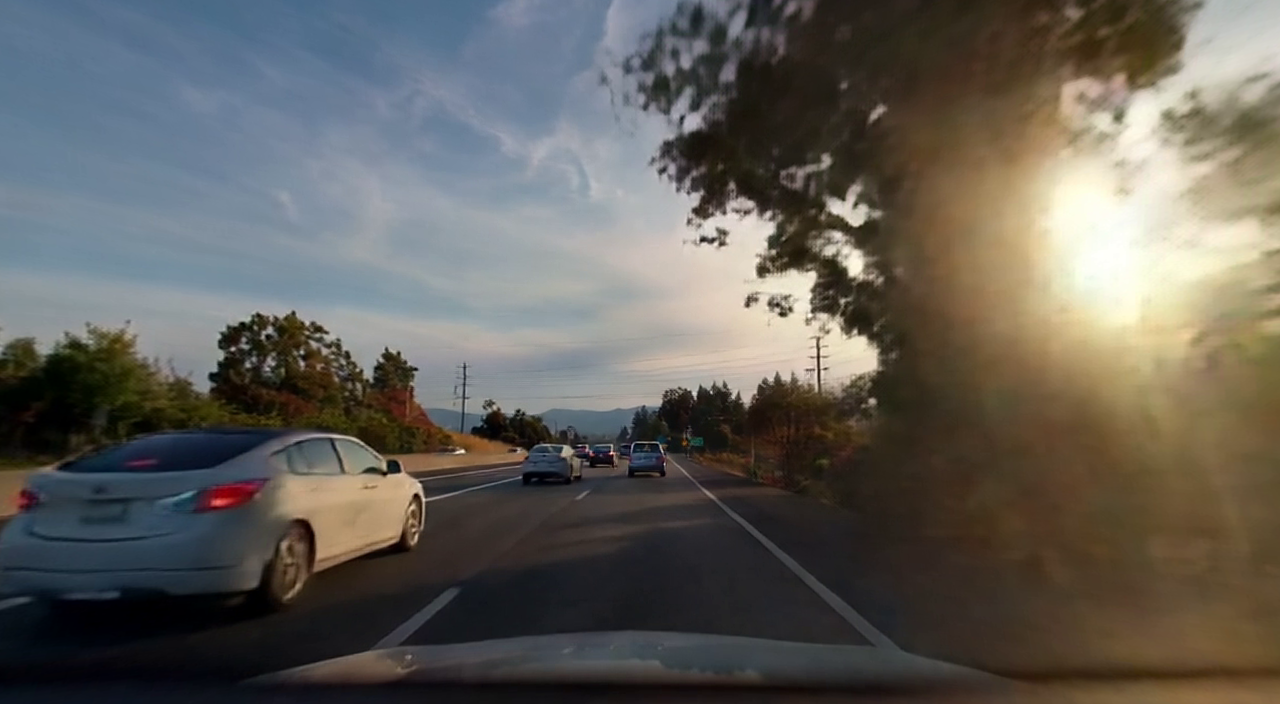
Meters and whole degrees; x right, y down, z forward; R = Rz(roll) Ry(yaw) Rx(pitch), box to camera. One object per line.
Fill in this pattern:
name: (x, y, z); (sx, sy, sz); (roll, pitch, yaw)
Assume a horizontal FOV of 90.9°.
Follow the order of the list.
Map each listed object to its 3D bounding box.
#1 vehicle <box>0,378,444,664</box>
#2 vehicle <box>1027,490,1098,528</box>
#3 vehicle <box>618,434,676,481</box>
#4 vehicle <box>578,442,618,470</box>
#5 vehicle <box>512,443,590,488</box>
vehicle: (-3.760, 1.375, 6.228); (2.104, 1.754, 4.515); (0, -8, 1)
vehicle: (30.444, 11.286, 45.682); (2.164, 2.048, 5.656); (-2, -9, 11)
vehicle: (0.310, 4.536, 27.364); (2.319, 1.813, 4.274); (0, -8, 1)
vehicle: (-2.677, 6.755, 41.067); (2.051, 1.695, 4.731); (-1, -8, 3)
vehicle: (-3.130, 4.079, 23.095); (2.092, 1.464, 4.466); (0, -8, 2)
